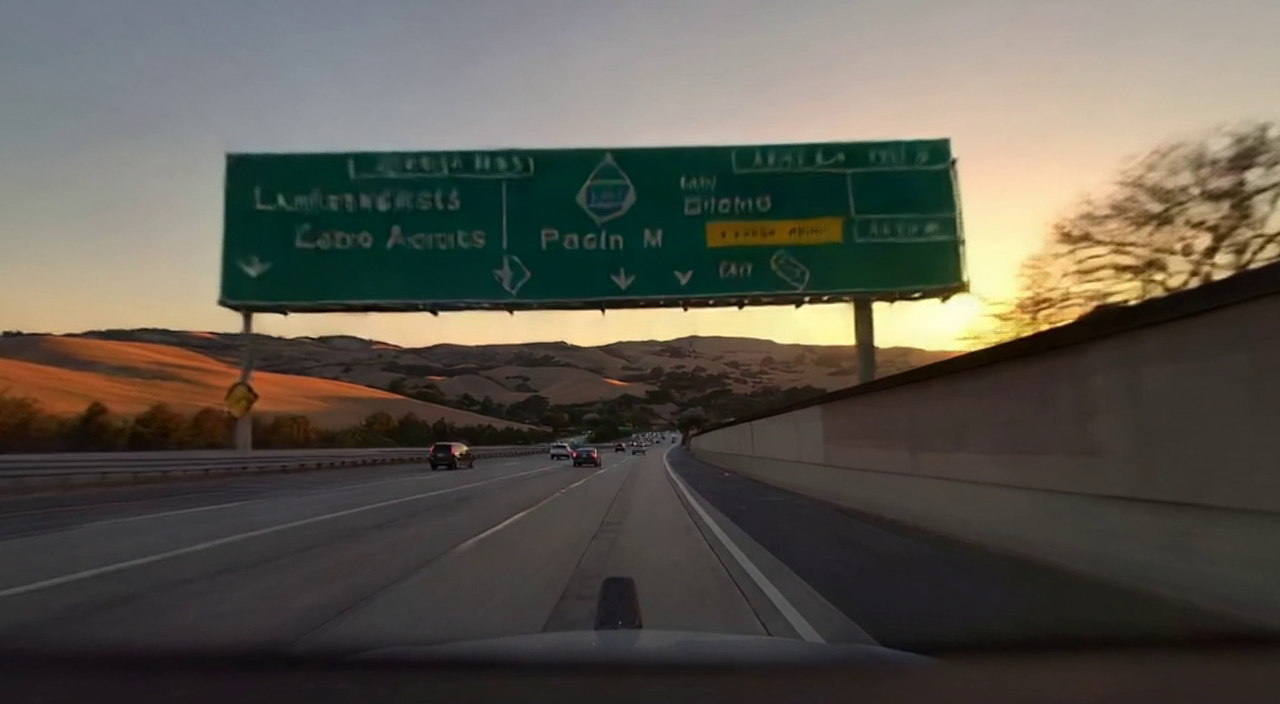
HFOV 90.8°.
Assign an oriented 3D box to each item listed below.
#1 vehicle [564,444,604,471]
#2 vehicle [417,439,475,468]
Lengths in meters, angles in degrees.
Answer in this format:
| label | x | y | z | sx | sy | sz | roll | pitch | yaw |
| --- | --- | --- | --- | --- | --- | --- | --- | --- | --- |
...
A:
| label | x | y | z | sx | sy | sz | roll | pitch | yaw |
| --- | --- | --- | --- | --- | --- | --- | --- | --- | --- |
| vehicle | -3.300 | 6.326 | 38.131 | 1.931 | 1.492 | 4.076 | 0 | -8 | 2 |
| vehicle | -12.667 | 6.672 | 41.568 | 2.076 | 1.766 | 4.831 | 0 | -8 | 2 |
